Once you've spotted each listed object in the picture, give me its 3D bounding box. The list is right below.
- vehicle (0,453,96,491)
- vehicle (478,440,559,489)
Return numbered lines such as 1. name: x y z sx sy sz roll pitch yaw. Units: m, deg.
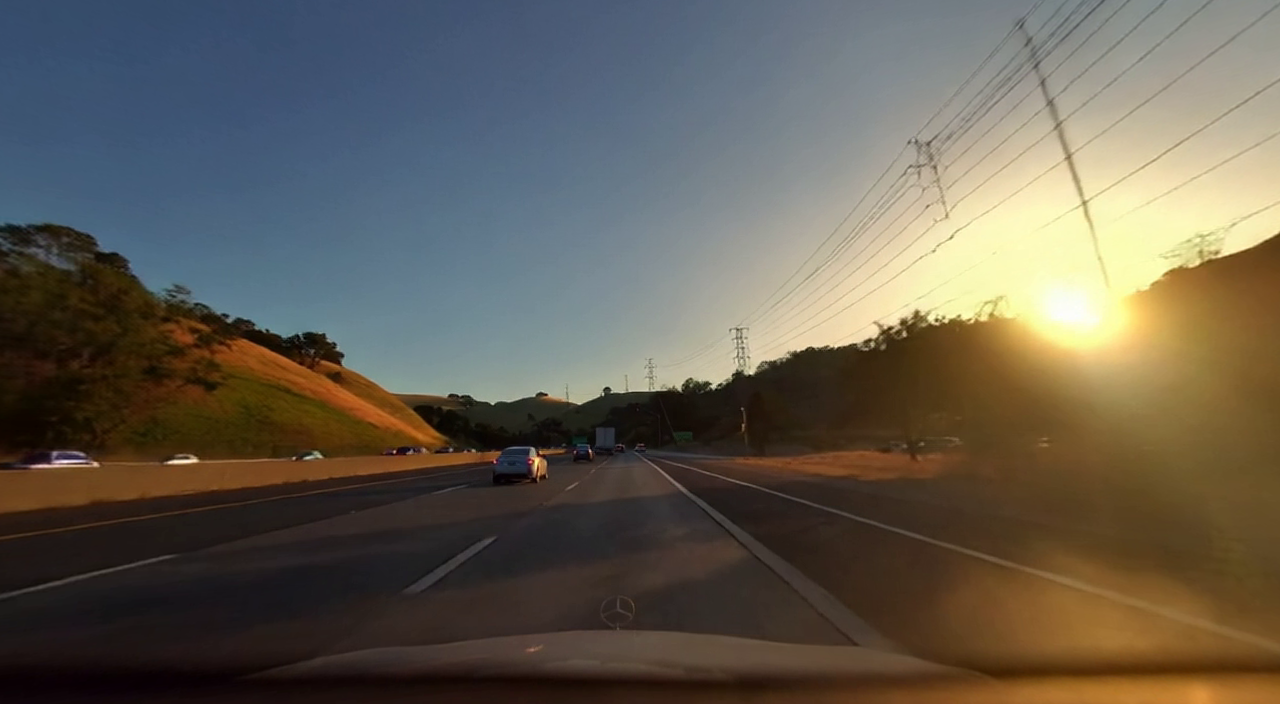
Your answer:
1. vehicle: -26.260 5.072 26.998 1.841 1.449 4.570 0 -9 1
2. vehicle: -4.108 3.879 22.124 1.963 1.533 4.477 0 -9 0
